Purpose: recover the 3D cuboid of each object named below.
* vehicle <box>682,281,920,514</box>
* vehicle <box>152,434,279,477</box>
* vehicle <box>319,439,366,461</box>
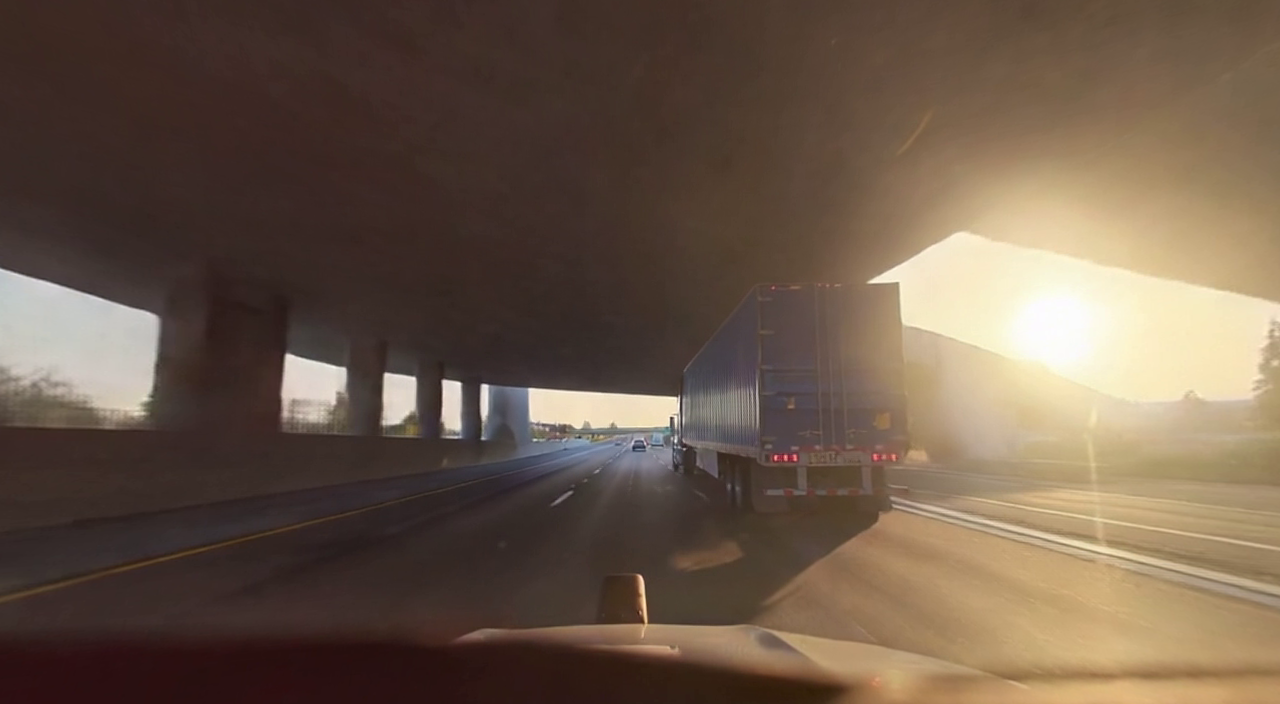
[{"bbox_3d":[3.371,2.010,19.389,2.743,4.160,16.408,0,-9,-1],"label":"vehicle"},{"bbox_3d":[-29.732,7.305,44.920,2.819,2.709,9.047,0,-9,-1],"label":"vehicle"},{"bbox_3d":[-21.806,7.188,46.380,1.647,1.481,3.671,0,-9,0],"label":"vehicle"}]
